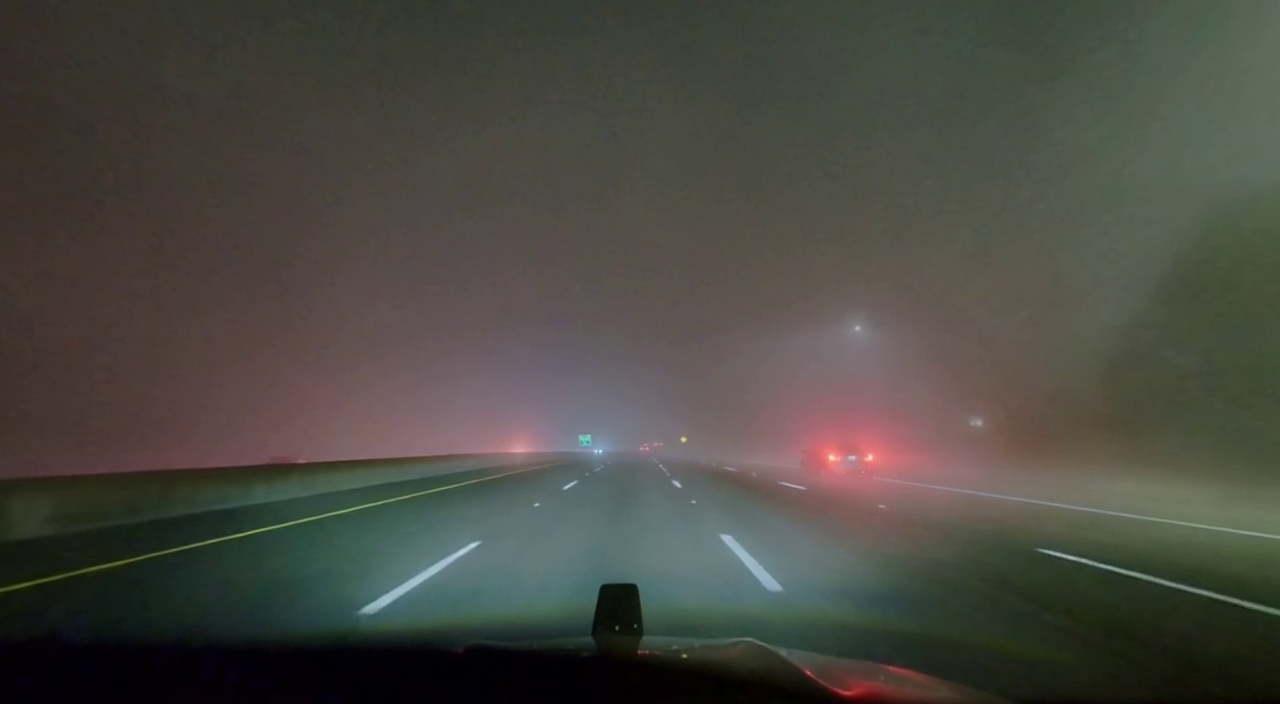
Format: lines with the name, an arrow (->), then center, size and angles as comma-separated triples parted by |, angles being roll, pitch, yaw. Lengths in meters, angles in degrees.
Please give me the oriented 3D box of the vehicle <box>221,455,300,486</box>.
vehicle -> -23.134, 7.211, 38.697 | 1.943, 1.683, 4.652 | -1, -8, -1
